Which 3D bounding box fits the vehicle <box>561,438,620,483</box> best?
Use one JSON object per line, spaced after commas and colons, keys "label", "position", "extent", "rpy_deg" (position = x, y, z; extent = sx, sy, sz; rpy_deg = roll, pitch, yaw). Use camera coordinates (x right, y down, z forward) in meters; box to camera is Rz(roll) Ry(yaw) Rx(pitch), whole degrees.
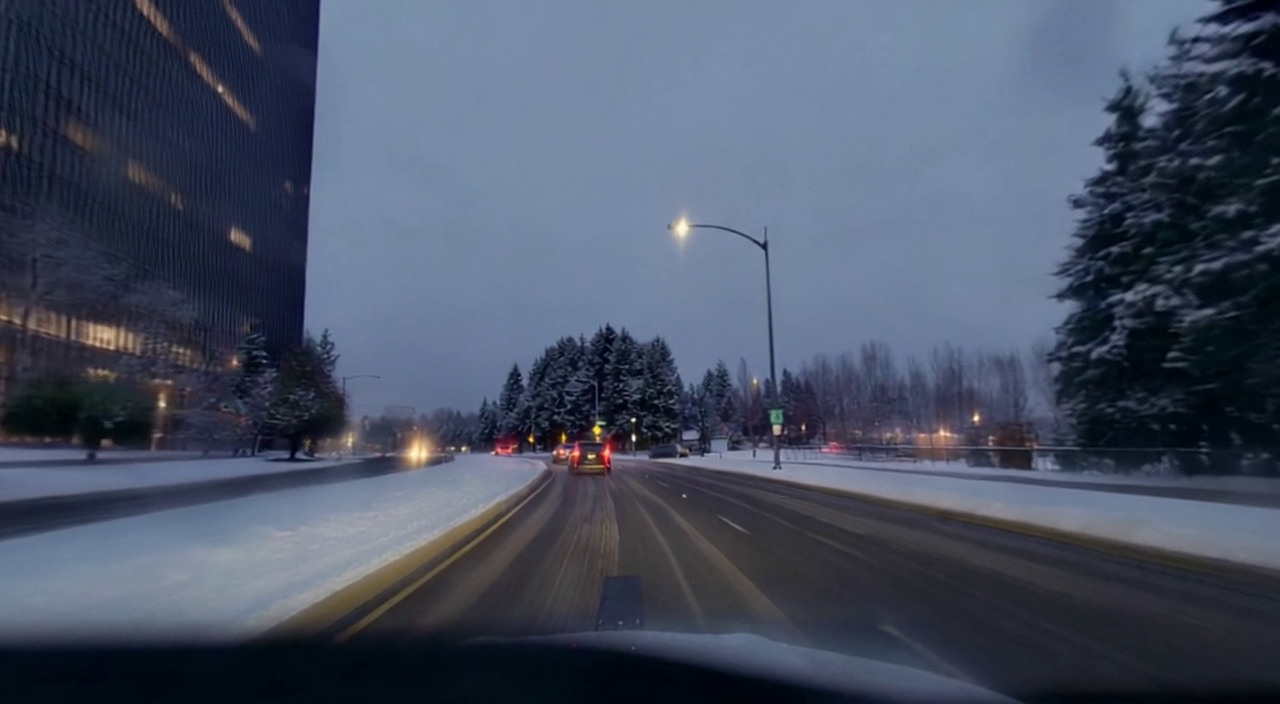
{"label": "vehicle", "position": [-2.024, 4.404, 25.926], "extent": [2.183, 1.675, 4.319], "rpy_deg": [1, -9, -4]}
